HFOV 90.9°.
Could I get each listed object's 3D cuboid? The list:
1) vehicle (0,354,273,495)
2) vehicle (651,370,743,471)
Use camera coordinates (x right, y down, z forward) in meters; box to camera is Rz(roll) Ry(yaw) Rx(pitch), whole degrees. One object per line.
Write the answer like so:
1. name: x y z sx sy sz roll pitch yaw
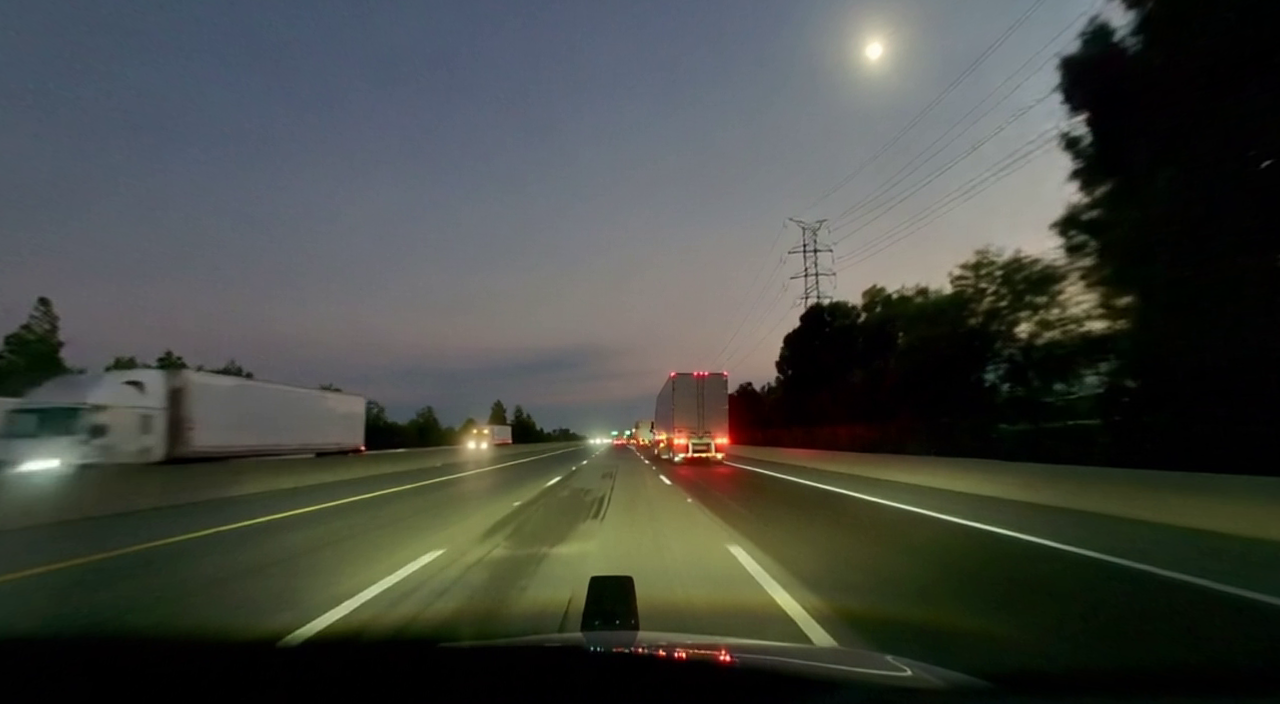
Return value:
1. vehicle: -16.084 2.467 21.060 3.034 3.819 7.828 0 -8 -2
2. vehicle: 2.441 3.725 32.727 2.905 4.080 14.157 0 -8 -2
